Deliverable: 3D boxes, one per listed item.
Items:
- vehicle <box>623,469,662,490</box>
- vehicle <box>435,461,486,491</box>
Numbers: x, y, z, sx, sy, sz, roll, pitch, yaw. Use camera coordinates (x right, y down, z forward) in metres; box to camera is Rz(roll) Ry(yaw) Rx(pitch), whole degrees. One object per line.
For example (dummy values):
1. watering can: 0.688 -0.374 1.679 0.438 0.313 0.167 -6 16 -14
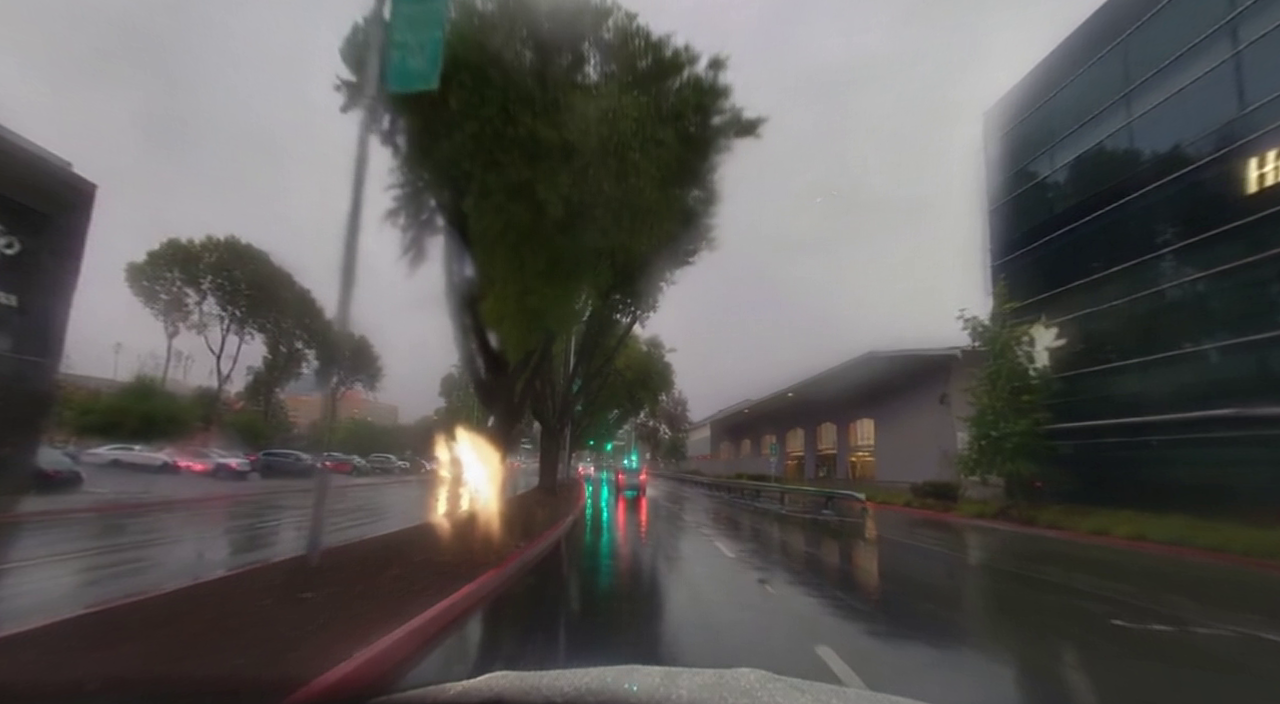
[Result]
1. vehicle: 0.114 7.609 37.526 1.775 1.186 2.933 3 -10 -11
2. vehicle: -9.799 6.803 34.602 1.916 1.516 3.970 2 -10 -5
